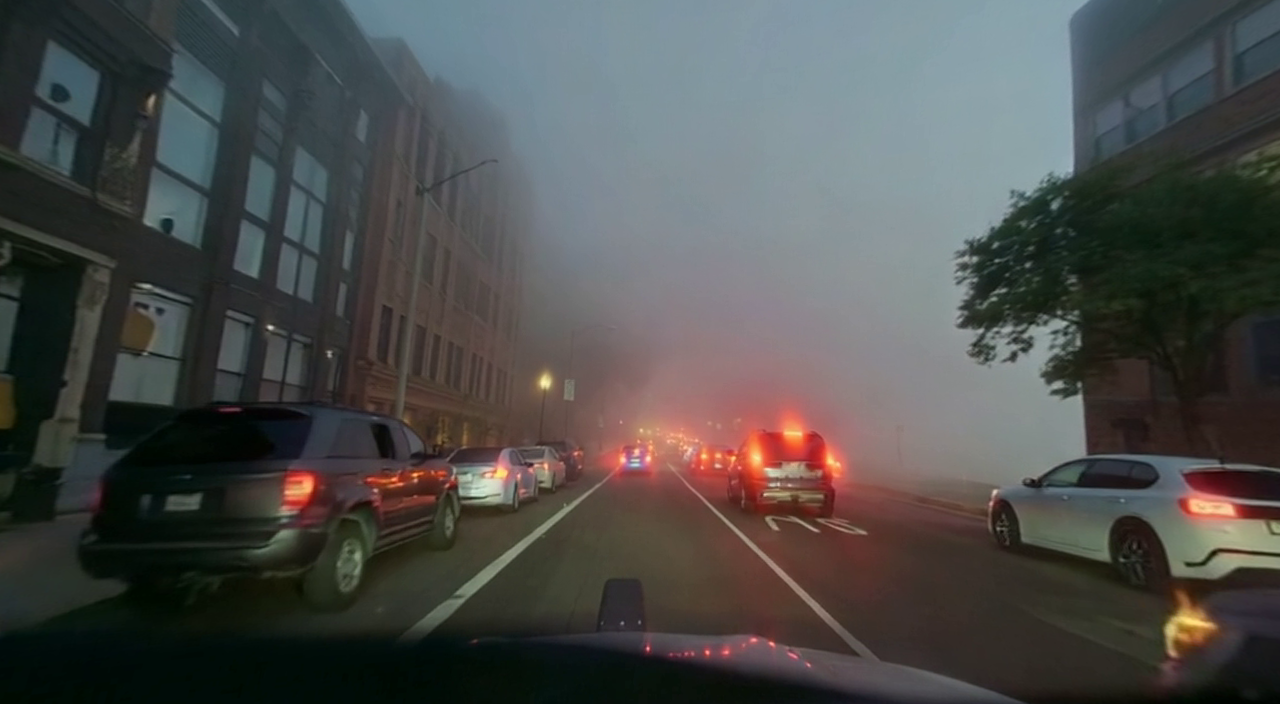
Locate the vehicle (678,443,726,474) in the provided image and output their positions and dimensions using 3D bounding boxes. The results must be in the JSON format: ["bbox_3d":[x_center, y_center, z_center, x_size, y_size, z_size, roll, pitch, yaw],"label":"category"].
[{"bbox_3d":[3.139,5.478,32.550,1.966,1.475,4.528,0,-8,0],"label":"vehicle"}]

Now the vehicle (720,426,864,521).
[{"bbox_3d":[3.076,2.571,13.855,2.002,1.707,4.547,0,-8,0],"label":"vehicle"}]

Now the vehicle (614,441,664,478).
[{"bbox_3d":[-0.036,4.659,27.513,2.007,1.460,3.923,0,-8,0],"label":"vehicle"}]

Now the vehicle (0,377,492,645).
[{"bbox_3d":[-3.410,1.484,7.091,2.142,1.832,5.373,0,-8,0],"label":"vehicle"}]

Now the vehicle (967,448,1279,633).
[{"bbox_3d":[6.125,2.030,7.811,1.913,1.624,4.116,-1,-8,1],"label":"vehicle"}]
